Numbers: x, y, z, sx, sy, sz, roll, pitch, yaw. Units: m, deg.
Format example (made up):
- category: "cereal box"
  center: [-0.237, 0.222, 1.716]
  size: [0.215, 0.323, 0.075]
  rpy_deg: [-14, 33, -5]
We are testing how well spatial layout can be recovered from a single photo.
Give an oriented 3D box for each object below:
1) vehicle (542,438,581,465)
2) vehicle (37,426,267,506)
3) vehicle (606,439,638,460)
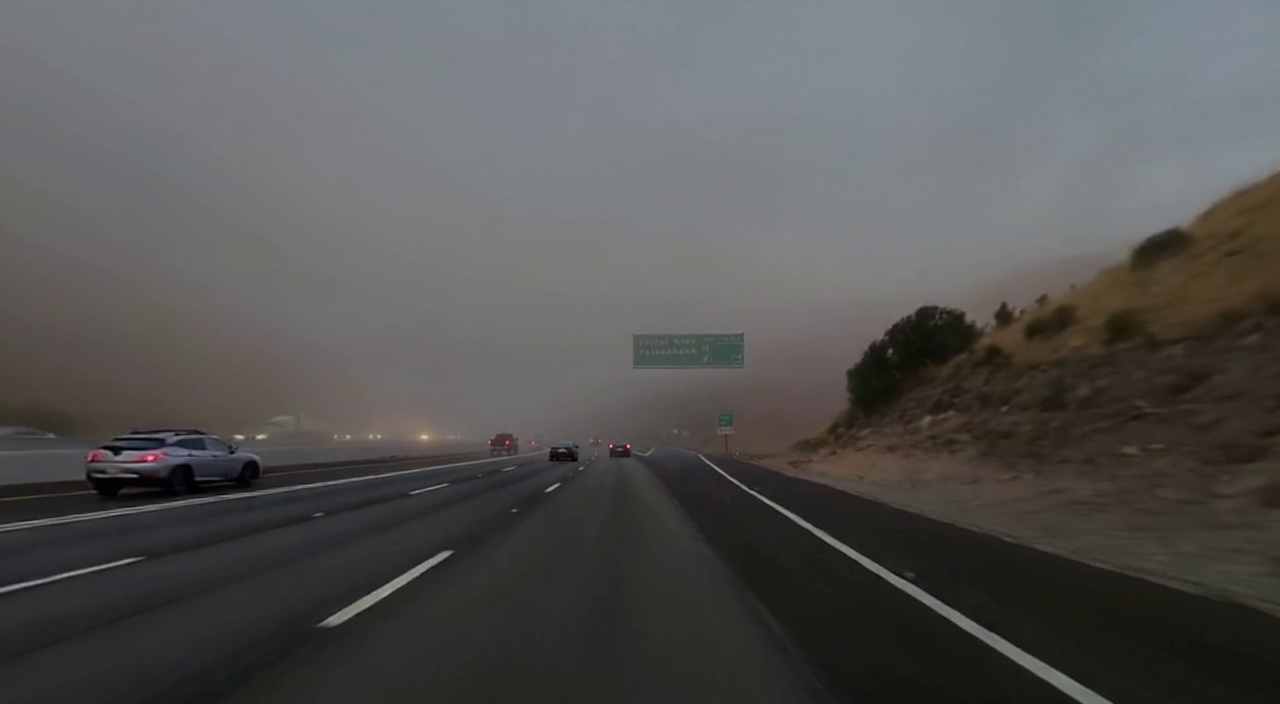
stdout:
- category: "vehicle"
  center: [-5.092, 6.509, 41.370]
  size: [2.060, 1.631, 4.214]
  rpy_deg: [0, -9, -1]
- category: "vehicle"
  center: [-11.504, 2.710, 15.382]
  size: [2.047, 1.645, 4.451]
  rpy_deg: [0, -9, 0]
- category: "vehicle"
  center: [-1.438, 7.679, 49.566]
  size: [2.421, 1.594, 4.248]
  rpy_deg: [0, -9, -2]
